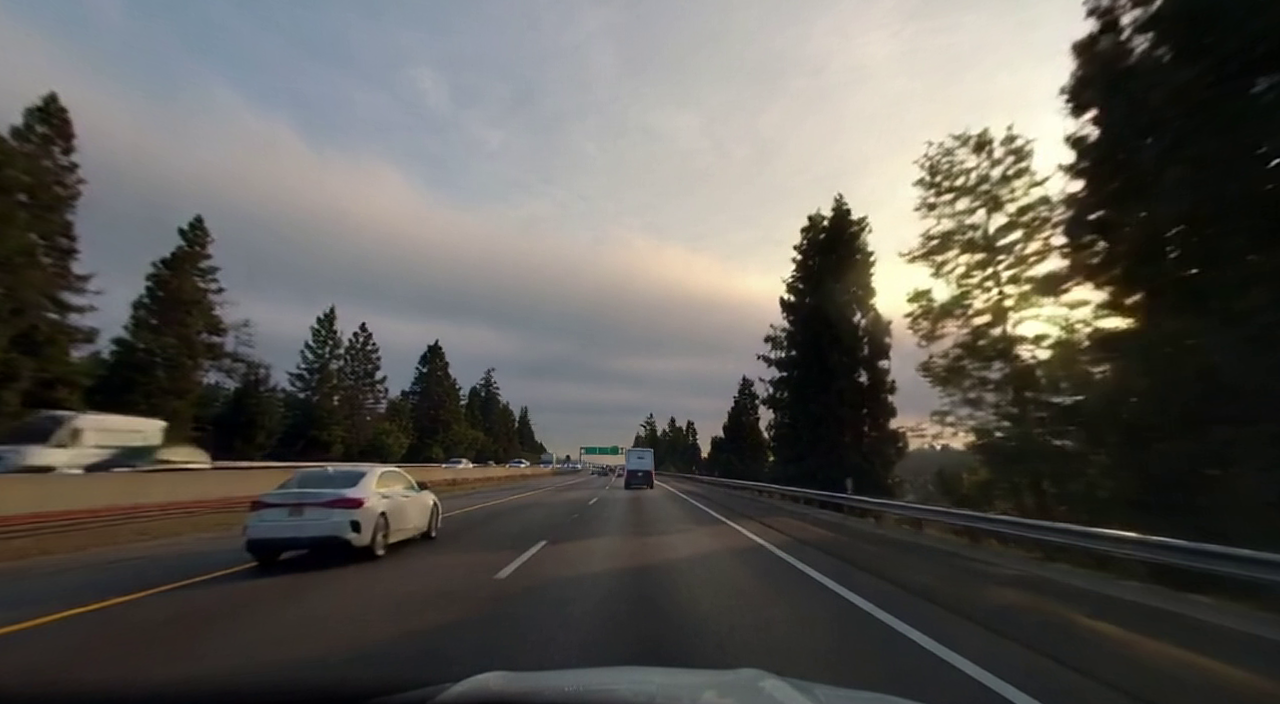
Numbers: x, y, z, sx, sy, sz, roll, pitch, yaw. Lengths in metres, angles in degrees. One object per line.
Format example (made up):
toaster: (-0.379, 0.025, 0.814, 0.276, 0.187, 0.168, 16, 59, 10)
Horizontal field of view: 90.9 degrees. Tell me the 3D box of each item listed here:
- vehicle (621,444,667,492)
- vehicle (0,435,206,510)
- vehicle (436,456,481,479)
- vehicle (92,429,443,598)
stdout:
vehicle: (0.200, 6.835, 37.033, 2.482, 2.549, 5.447, 1, -11, -1)
vehicle: (-12.746, 2.811, 14.842, 1.871, 1.478, 4.406, 1, -11, 0)
vehicle: (-13.135, 8.414, 45.849, 1.995, 1.543, 4.047, 1, -11, 0)
vehicle: (-4.258, 1.935, 8.168, 2.100, 1.605, 3.883, 1, -11, 0)
